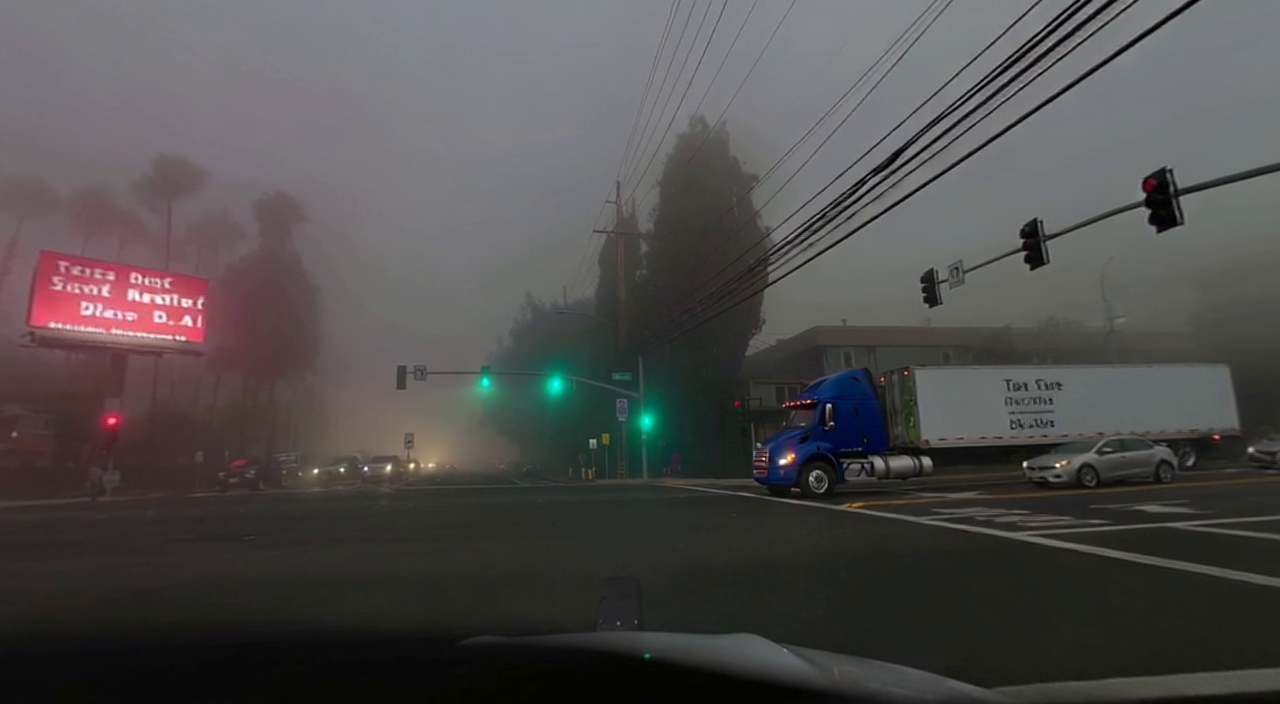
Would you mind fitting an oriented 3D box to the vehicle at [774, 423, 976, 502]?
[{"bbox_3d":[6.897,3.270,18.883,5.079,1.893,2.200,-2,-10,-12],"label":"vehicle"}]

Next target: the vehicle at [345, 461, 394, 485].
[{"bbox_3d":[-19.854,8.830,46.599,1.834,1.521,4.970,0,-9,-5],"label":"vehicle"}]

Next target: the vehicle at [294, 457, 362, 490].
[{"bbox_3d":[-18.794,7.325,38.429,2.028,1.744,4.876,0,-9,-5],"label":"vehicle"}]

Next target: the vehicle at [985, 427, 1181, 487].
[{"bbox_3d":[13.880,3.312,19.962,4.958,1.510,1.949,-2,-10,-10],"label":"vehicle"}]

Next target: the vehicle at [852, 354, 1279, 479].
[{"bbox_3d":[16.753,2.511,24.101,17.071,4.151,2.876,1,-9,-11],"label":"vehicle"}]

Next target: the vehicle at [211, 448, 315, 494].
[{"bbox_3d":[-23.218,7.284,39.398,2.989,2.573,6.053,0,-9,-4],"label":"vehicle"}]

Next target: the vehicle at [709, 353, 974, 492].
[{"bbox_3d":[6.850,2.490,22.183,8.167,4.352,3.029,1,-9,-11],"label":"vehicle"}]
